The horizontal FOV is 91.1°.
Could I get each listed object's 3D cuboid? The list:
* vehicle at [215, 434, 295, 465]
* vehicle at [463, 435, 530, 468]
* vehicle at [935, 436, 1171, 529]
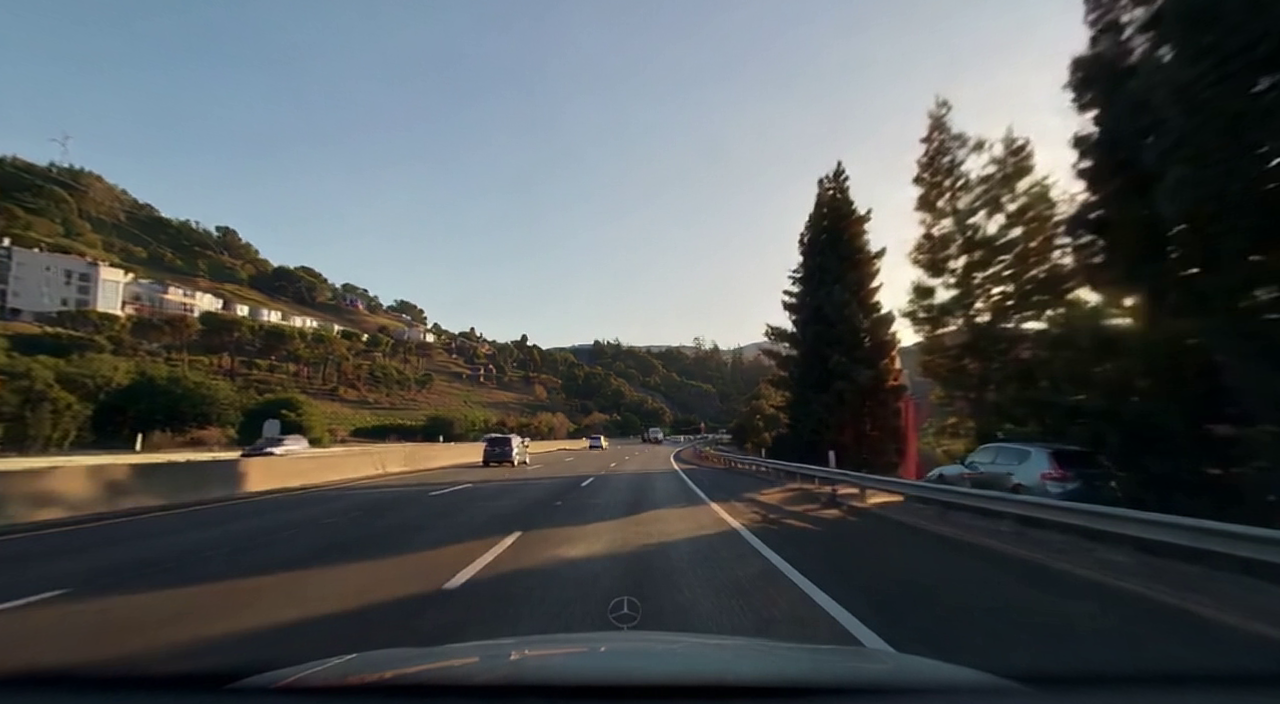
[{"bbox_3d":[-24.988,6.341,40.970,1.996,1.837,4.523,-1,-8,6],"label":"vehicle"},{"bbox_3d":[-6.976,4.891,31.035,2.010,1.489,4.456,-1,-8,3],"label":"vehicle"},{"bbox_3d":[10.254,3.223,16.411,2.325,1.972,5.577,0,-8,0],"label":"vehicle"}]
